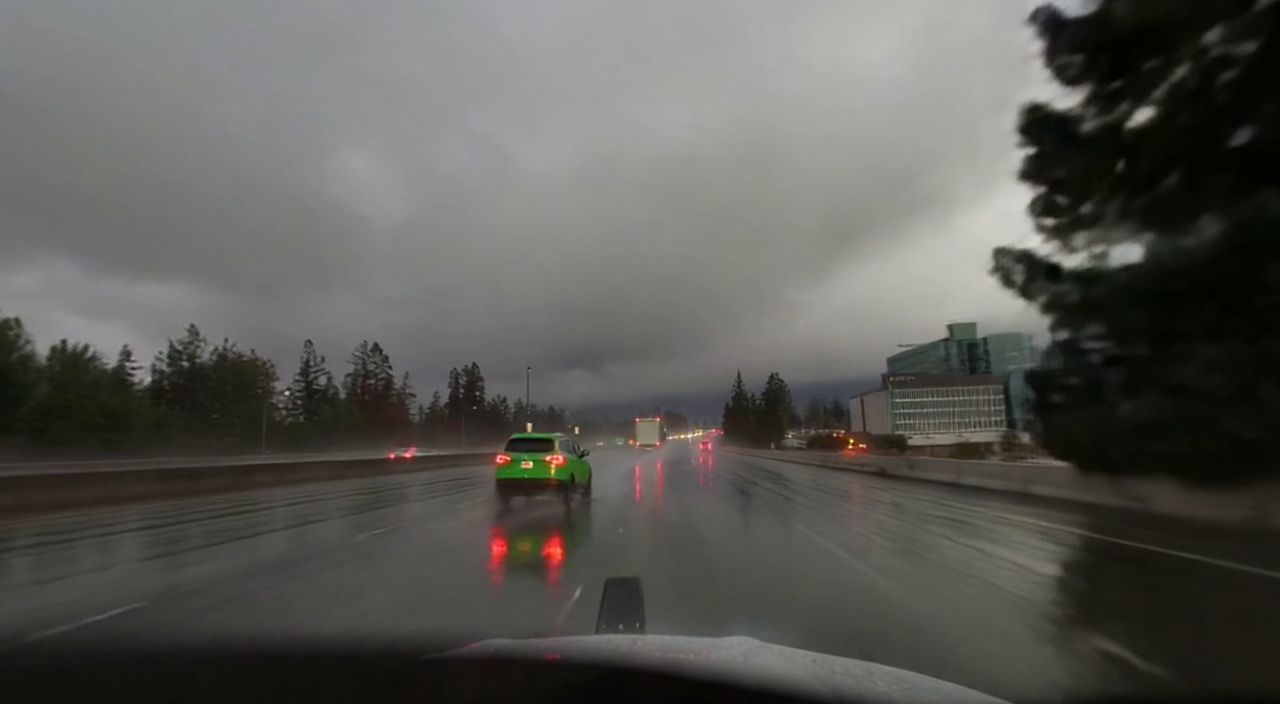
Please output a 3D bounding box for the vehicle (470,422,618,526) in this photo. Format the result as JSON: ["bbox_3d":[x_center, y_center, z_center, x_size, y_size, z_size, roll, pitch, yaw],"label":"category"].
[{"bbox_3d":[-1.722,2.416,13.000,2.111,1.742,4.315,0,-9,4],"label":"vehicle"}]

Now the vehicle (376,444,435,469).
[{"bbox_3d":[-15.478,6.900,41.801,1.965,1.503,4.579,0,-9,3],"label":"vehicle"}]

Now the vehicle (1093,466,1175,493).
[{"bbox_3d":[36.812,9.488,47.116,1.978,1.662,5.032,1,-9,-1],"label":"vehicle"}]
